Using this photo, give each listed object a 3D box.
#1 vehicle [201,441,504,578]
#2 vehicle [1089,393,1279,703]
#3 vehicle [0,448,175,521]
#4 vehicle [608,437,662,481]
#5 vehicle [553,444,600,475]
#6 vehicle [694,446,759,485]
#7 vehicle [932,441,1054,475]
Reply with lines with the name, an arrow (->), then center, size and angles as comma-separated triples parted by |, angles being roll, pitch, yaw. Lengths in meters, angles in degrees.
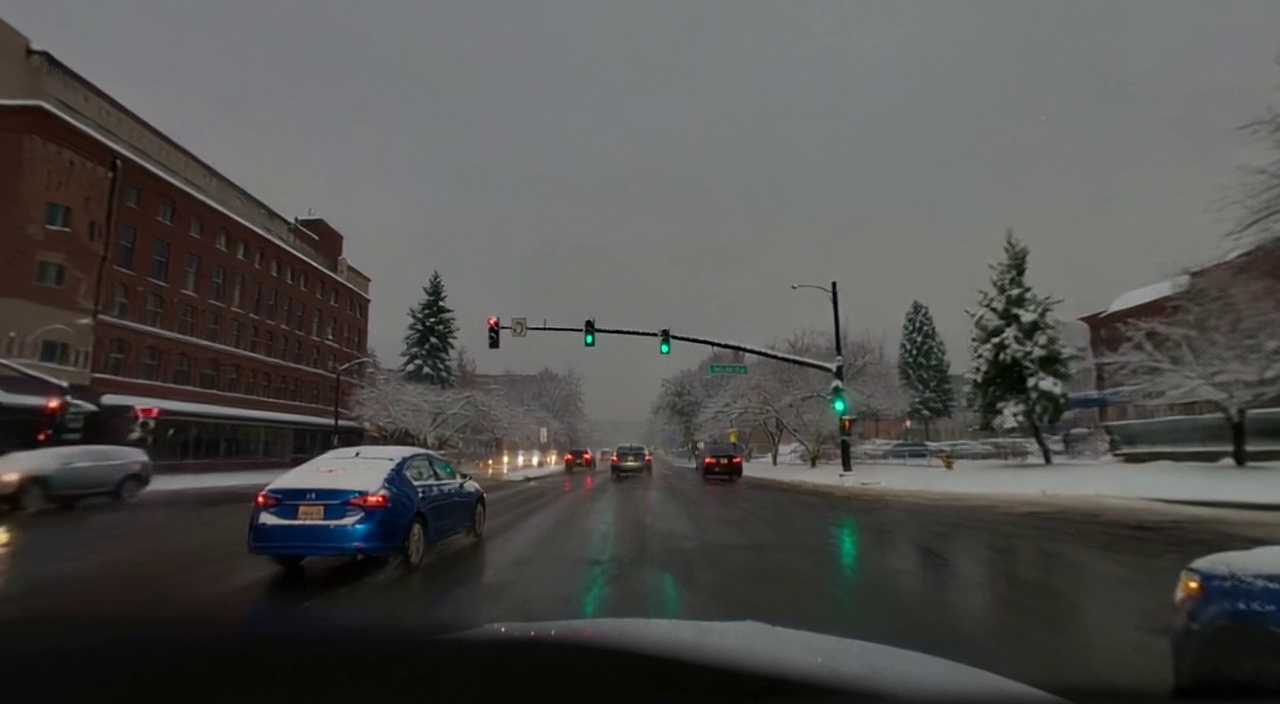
vehicle -> -3.372, 1.904, 8.435 | 2.115, 1.369, 3.908 | 0, -9, 2
vehicle -> 3.265, 0.681, 0.850 | 2.052, 1.475, 4.540 | 0, -9, 2
vehicle -> -16.439, 3.712, 18.351 | 2.134, 1.822, 4.707 | 0, -9, 0
vehicle -> -0.195, 5.021, 29.848 | 2.361, 1.898, 4.465 | 0, -9, 0
vehicle -> -3.494, 6.011, 35.401 | 2.130, 1.645, 3.995 | 0, -9, 1
vehicle -> 3.513, 4.668, 26.325 | 2.058, 1.472, 4.317 | 0, -9, -1
vehicle -> 16.141, 4.874, 29.024 | 4.407, 1.492, 1.930 | 0, -9, 2
